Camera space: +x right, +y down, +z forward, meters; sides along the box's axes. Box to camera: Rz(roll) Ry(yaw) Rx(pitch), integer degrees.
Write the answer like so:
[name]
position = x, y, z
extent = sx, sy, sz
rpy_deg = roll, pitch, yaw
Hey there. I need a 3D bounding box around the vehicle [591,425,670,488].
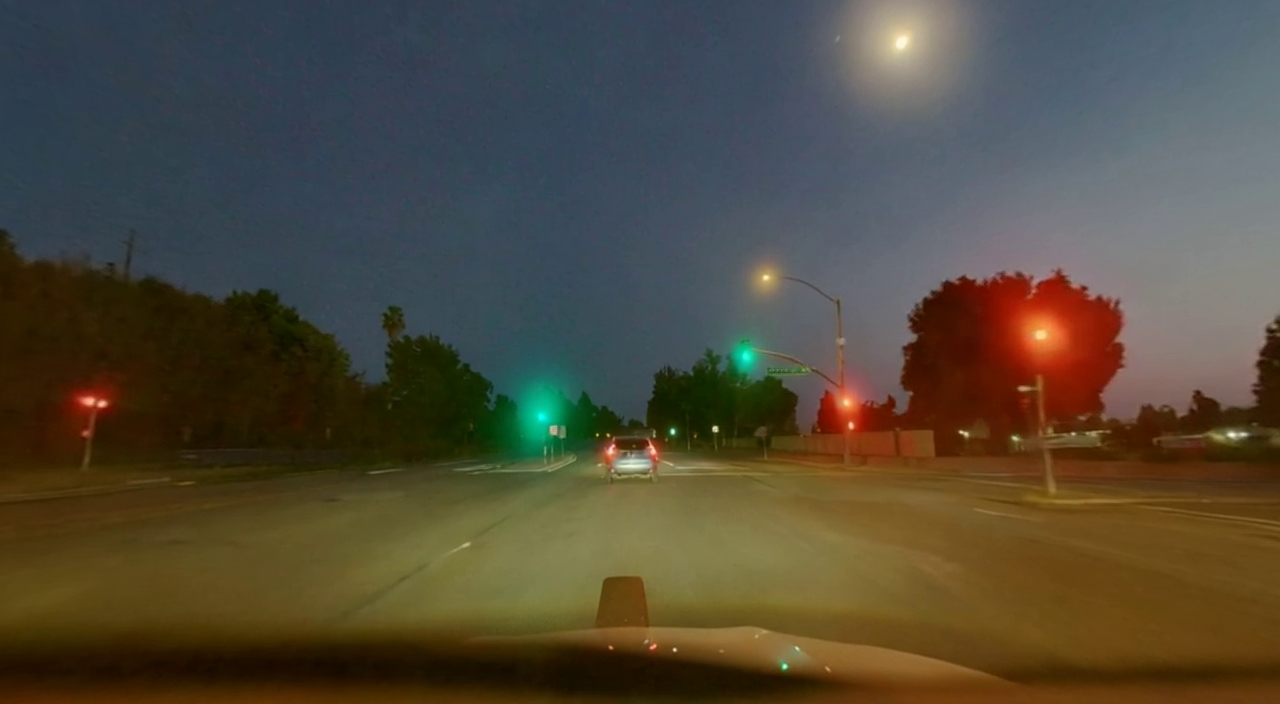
[vehicle]
position = -0.268, 3.211, 19.632
extent = 2.192, 1.734, 4.176
rpy_deg = 0, -8, 0
